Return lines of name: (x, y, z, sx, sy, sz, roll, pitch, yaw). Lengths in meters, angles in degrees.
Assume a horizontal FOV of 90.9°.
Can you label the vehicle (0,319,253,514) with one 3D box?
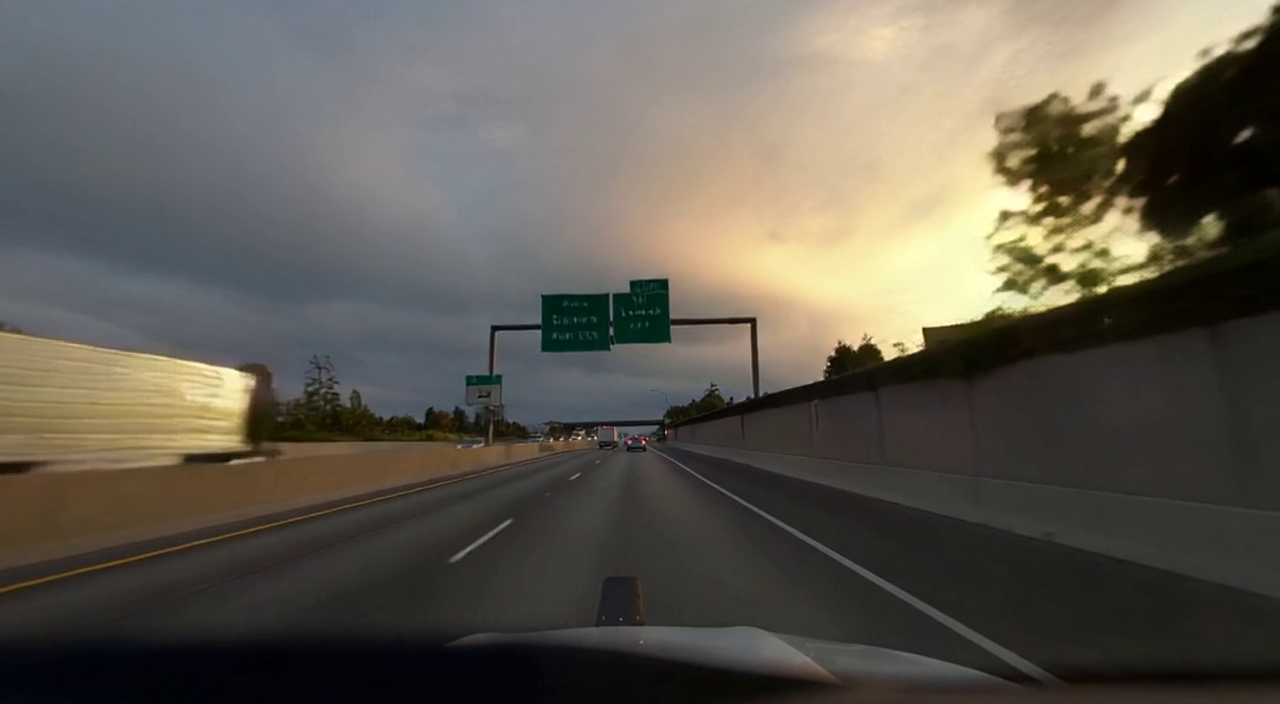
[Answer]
vehicle: (-14.468, 1.651, 15.281, 2.855, 3.907, 11.604, 1, -8, -1)
